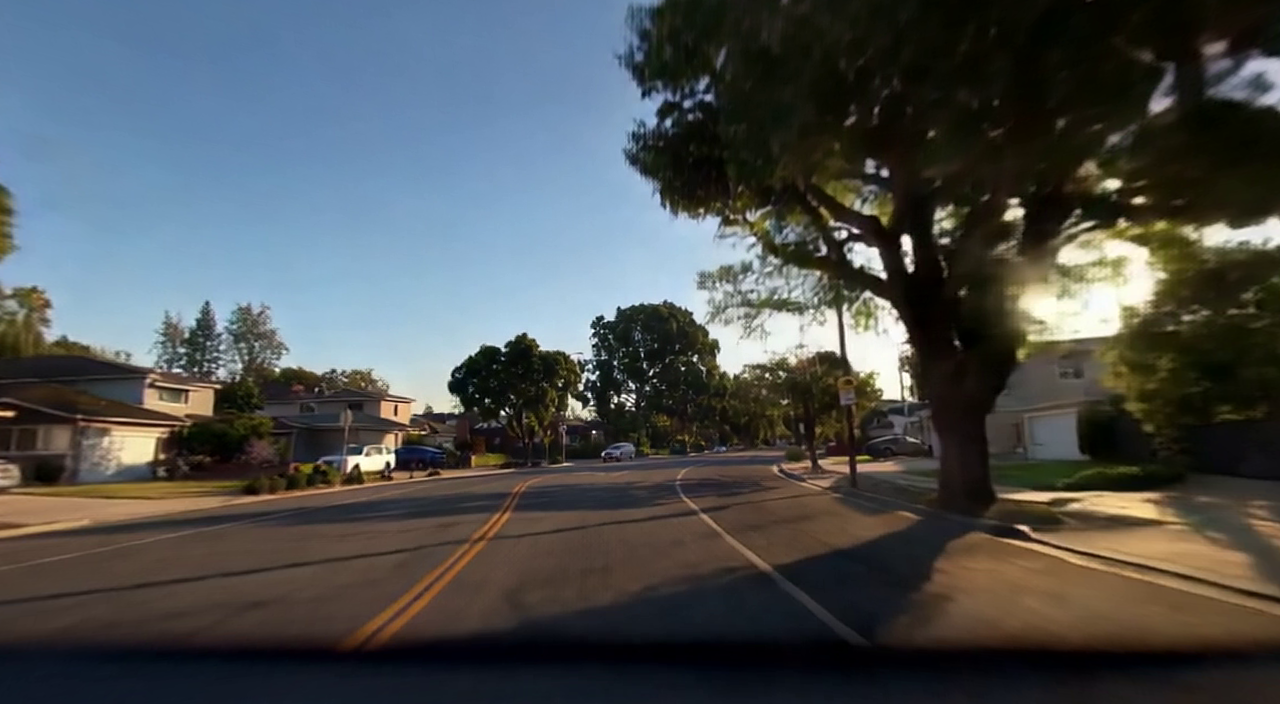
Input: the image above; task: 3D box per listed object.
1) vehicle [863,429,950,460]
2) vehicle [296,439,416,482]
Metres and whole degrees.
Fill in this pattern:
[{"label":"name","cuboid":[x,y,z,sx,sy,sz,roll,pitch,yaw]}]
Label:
[{"label":"vehicle","cuboid":[17.894,6.263,42.648,5.073,1.729,2.161,-6,-10,17]},{"label":"vehicle","cuboid":[-14.359,5.516,32.631,2.418,1.969,6.615,-1,-9,8]}]
